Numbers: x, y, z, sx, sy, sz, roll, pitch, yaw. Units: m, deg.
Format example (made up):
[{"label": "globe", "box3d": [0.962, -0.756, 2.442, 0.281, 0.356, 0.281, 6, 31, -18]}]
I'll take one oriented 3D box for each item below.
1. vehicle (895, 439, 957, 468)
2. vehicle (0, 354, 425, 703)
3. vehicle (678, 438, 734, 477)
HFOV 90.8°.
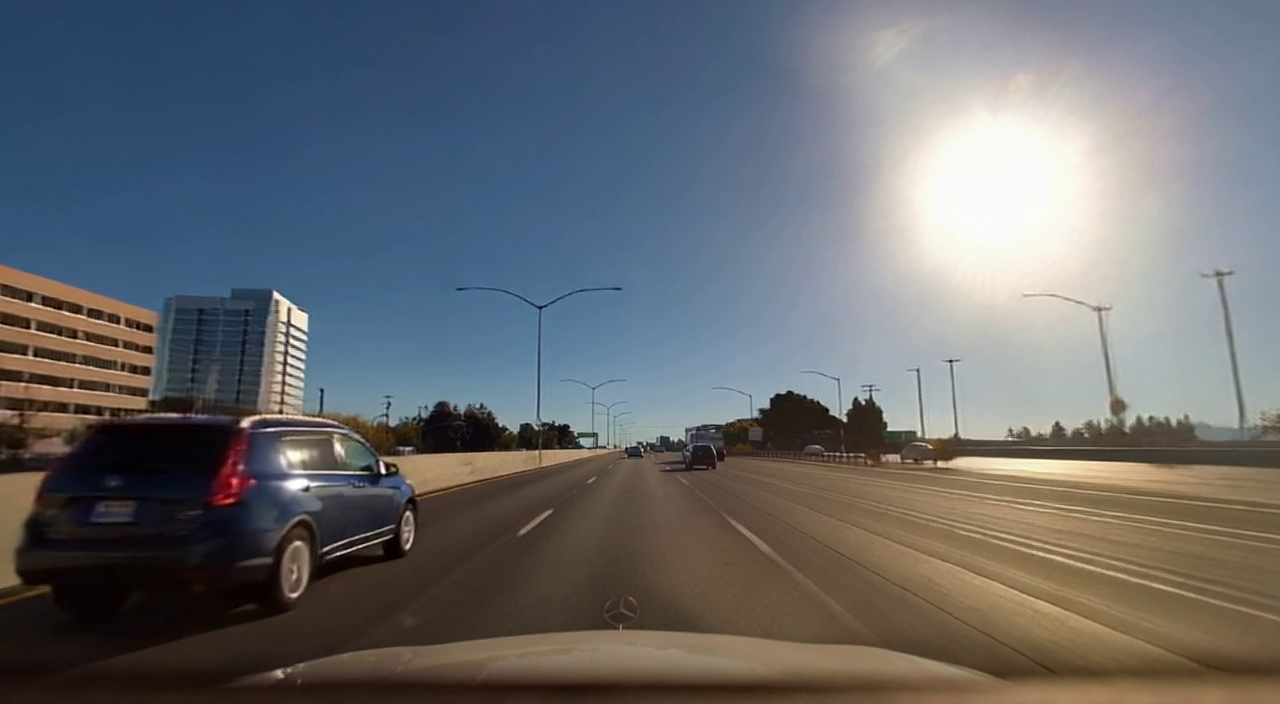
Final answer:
[{"label": "vehicle", "box3d": [18.606, 6.642, 41.370, 2.070, 1.782, 5.006, -1, -9, 4]}, {"label": "vehicle", "box3d": [-3.563, 1.187, 5.011, 2.099, 1.682, 4.590, 0, -9, 0]}, {"label": "vehicle", "box3d": [2.892, 4.735, 28.573, 1.997, 1.638, 4.281, 0, -9, -1]}]
